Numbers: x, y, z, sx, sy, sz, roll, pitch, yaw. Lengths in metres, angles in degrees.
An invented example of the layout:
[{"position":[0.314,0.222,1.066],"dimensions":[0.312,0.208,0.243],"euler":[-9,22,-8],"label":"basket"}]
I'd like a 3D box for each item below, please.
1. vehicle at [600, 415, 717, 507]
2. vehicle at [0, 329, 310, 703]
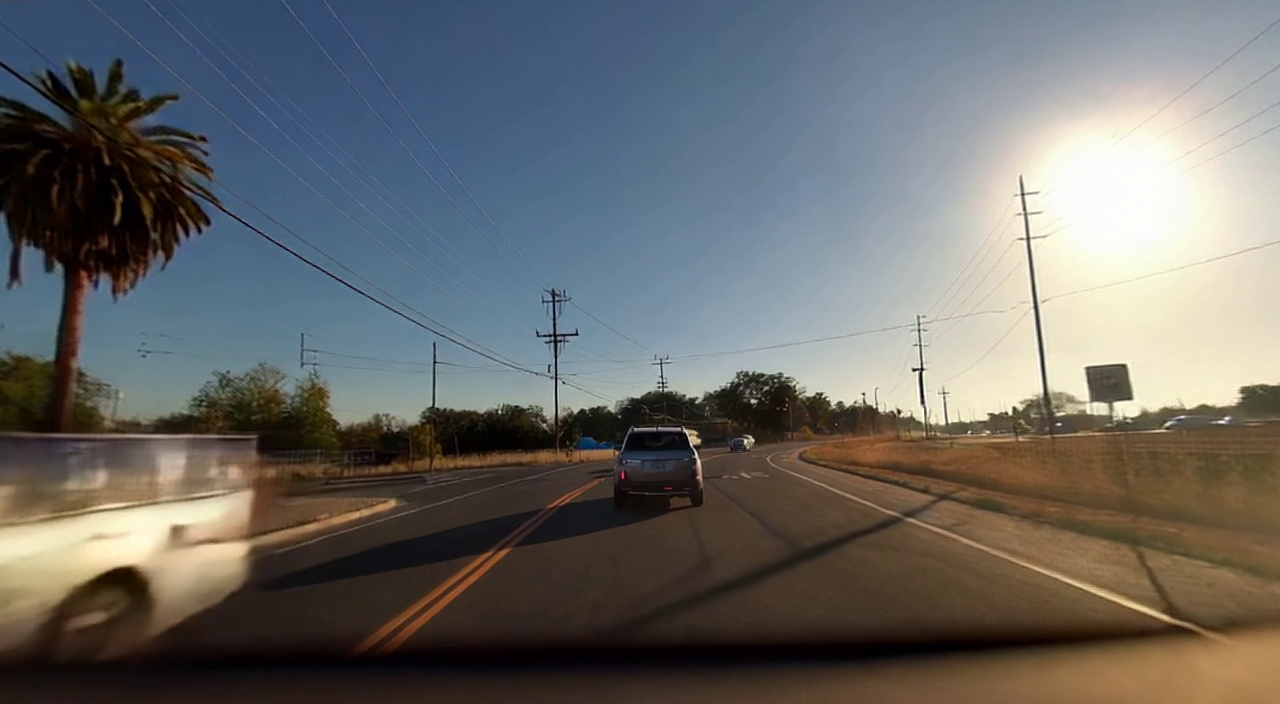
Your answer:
[{"position":[0.402,2.564,15.232],"dimensions":[2.364,1.859,4.538],"euler":[0,-8,1],"label":"vehicle"},{"position":[-3.740,0.774,2.009],"dimensions":[2.237,1.878,5.739],"euler":[0,-8,0],"label":"vehicle"}]
